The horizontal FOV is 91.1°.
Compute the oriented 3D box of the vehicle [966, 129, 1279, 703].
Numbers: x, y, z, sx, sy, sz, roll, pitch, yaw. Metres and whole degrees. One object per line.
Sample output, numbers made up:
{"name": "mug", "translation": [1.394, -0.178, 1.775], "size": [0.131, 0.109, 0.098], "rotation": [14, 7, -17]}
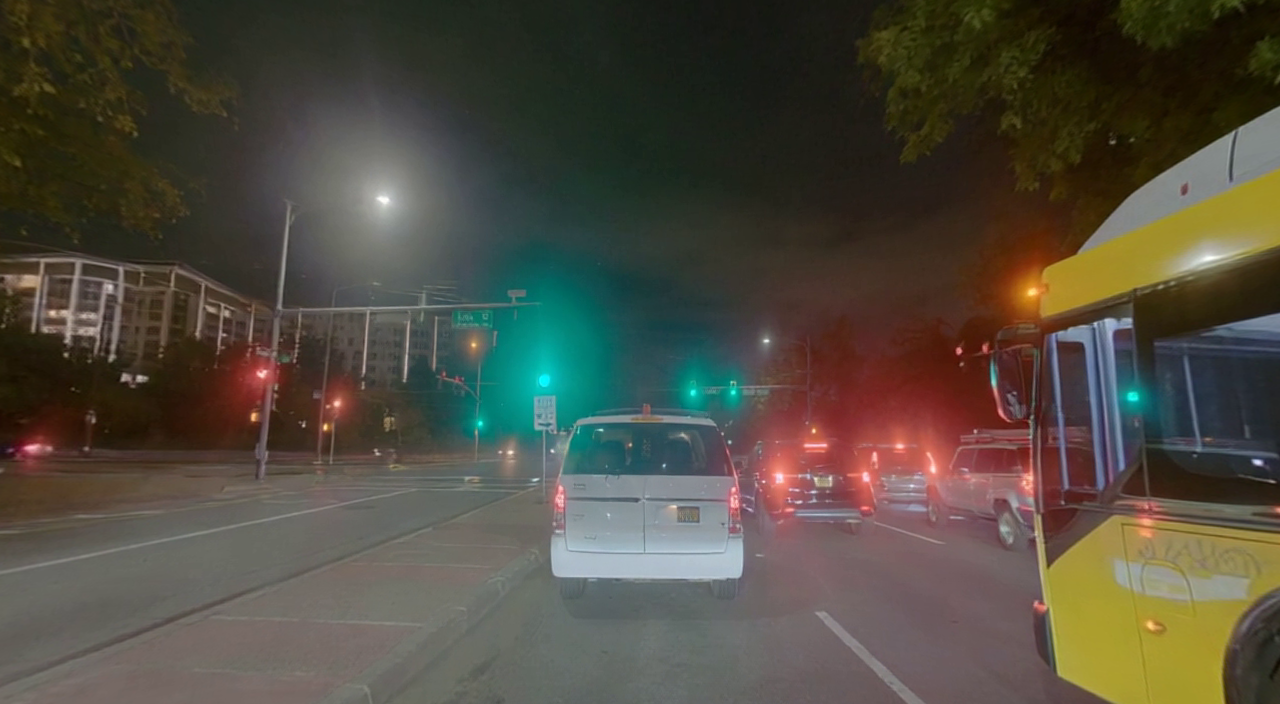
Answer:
{"name": "vehicle", "translation": [2.616, 0.317, 0.422], "size": [2.037, 2.065, 5.037], "rotation": [0, -8, 0]}

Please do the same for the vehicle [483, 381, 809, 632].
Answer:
{"name": "vehicle", "translation": [0.021, 1.475, 7.005], "size": [2.381, 1.842, 4.603], "rotation": [0, -8, -1]}

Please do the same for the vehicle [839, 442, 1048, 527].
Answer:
{"name": "vehicle", "translation": [5.995, 2.639, 13.216], "size": [1.987, 1.457, 4.675], "rotation": [0, -8, -1]}
